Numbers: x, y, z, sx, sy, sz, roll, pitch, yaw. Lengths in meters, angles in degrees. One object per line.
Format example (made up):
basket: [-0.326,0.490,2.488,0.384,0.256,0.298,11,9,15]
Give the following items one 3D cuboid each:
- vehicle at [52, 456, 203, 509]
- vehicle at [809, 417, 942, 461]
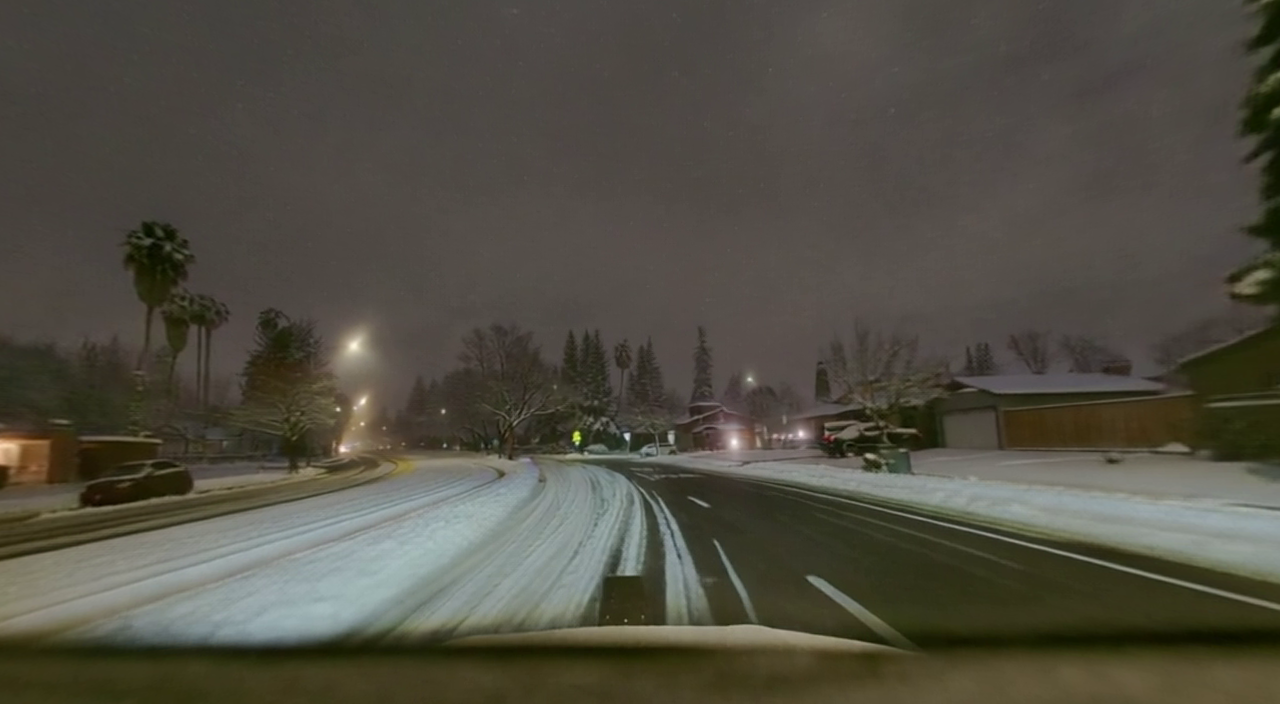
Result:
vehicle: [-17.484,4.423,21.842,1.941,1.470,4.384,0,-8,-8]
vehicle: [11.741,4.470,31.983,6.051,2.092,2.231,-2,-11,15]
